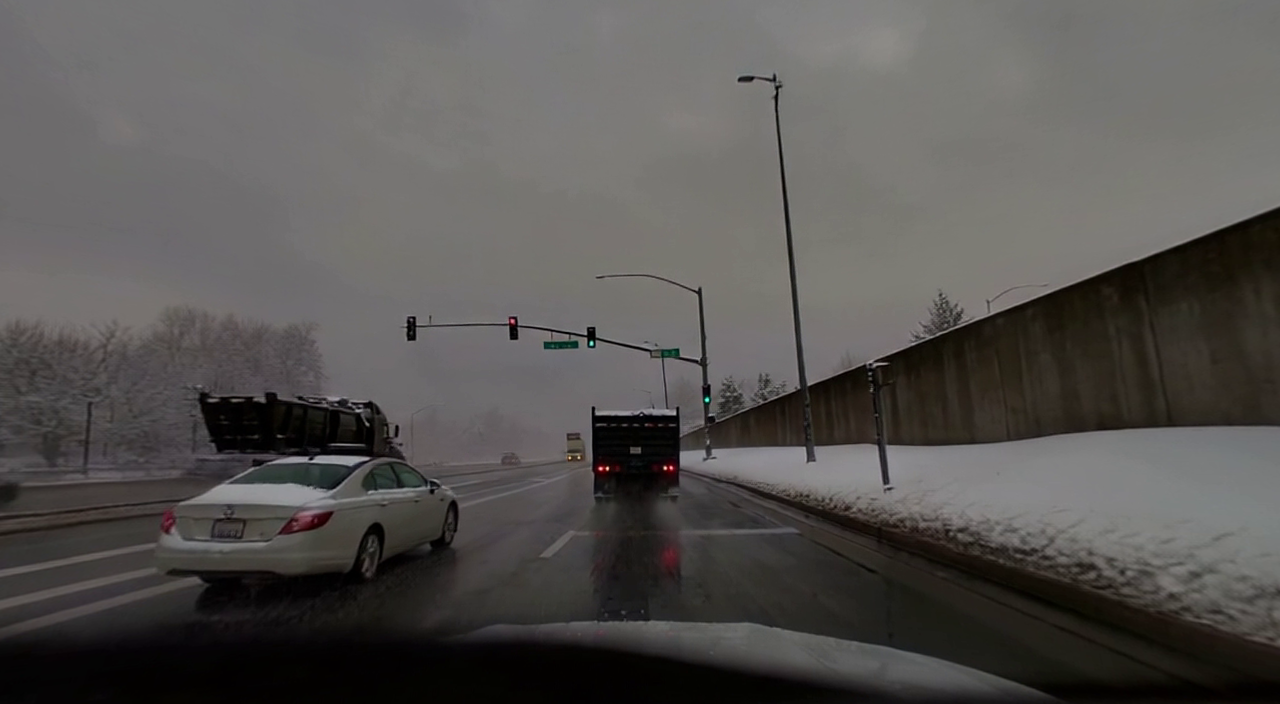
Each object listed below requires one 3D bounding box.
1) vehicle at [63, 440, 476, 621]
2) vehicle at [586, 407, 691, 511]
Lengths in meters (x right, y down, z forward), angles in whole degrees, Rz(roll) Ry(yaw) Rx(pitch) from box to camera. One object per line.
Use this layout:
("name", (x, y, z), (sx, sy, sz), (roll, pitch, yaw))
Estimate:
("vehicle", (-3.748, 1.863, 7.788), (2.019, 1.480, 4.966), (0, -9, 1))
("vehicle", (-0.035, 2.798, 16.878), (2.355, 2.305, 5.336), (0, -9, 0))
